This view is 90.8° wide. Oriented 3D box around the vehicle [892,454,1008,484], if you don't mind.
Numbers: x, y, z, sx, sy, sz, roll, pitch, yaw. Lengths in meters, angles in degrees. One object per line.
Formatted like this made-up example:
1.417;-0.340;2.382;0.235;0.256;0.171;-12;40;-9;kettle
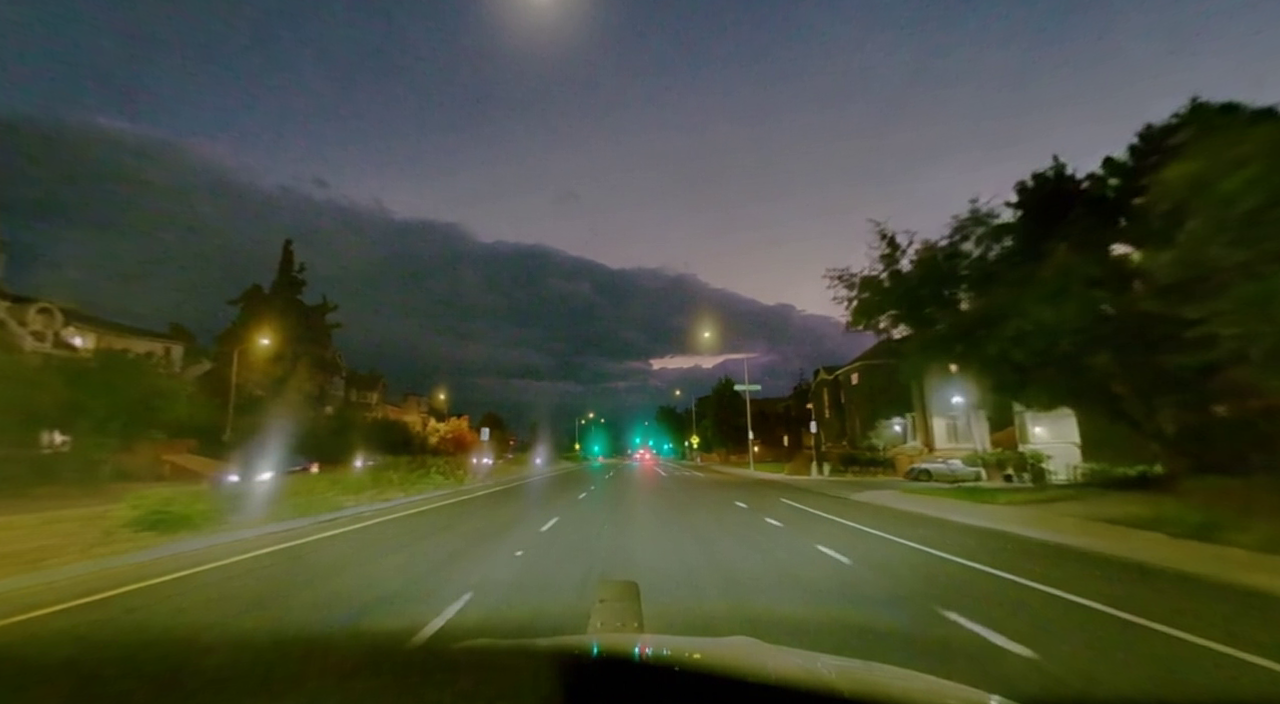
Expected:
15.947;6.017;32.695;4.913;1.470;2.045;0;-9;1;vehicle

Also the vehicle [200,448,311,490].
-16.451;4.990;27.345;1.912;1.651;4.574;0;-9;0;vehicle
